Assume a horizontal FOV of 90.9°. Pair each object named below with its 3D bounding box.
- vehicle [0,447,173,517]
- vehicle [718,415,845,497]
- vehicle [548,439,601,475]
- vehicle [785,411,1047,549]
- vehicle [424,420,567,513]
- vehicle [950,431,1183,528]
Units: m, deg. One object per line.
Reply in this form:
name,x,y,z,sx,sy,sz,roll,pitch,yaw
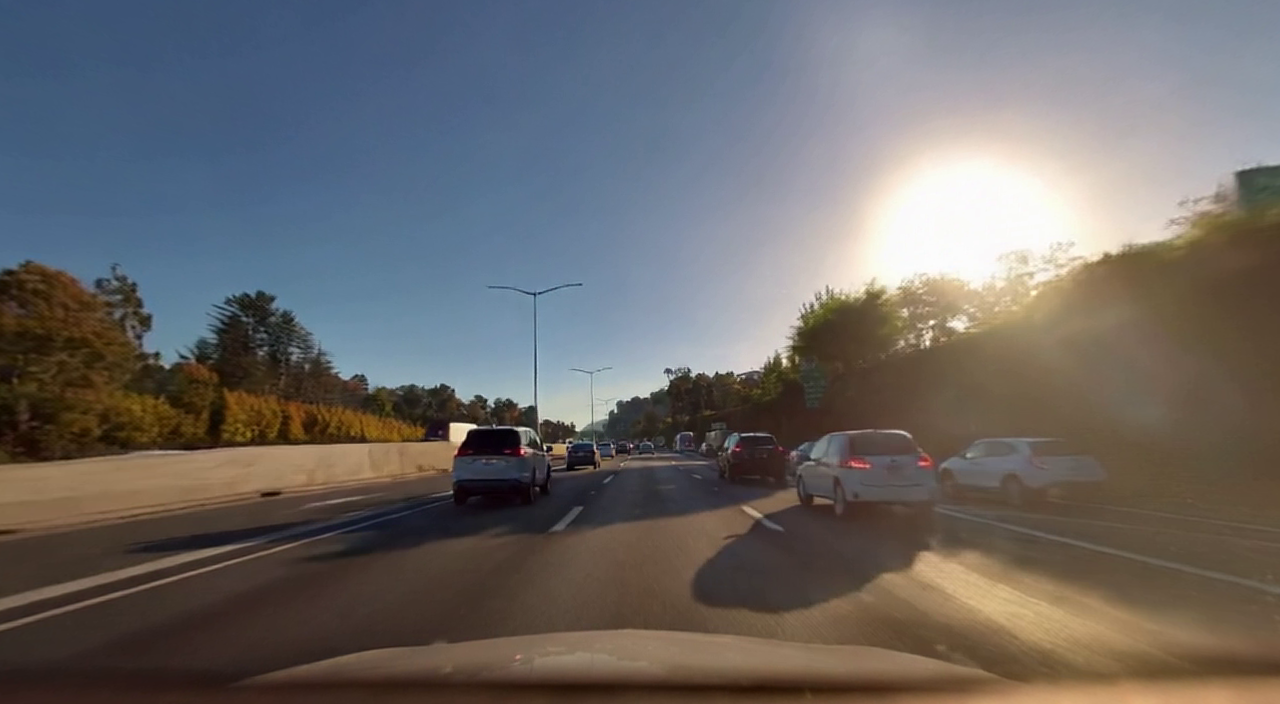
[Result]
vehicle,-15.973,3.545,17.824,1.947,1.648,4.637,-1,-8,1
vehicle,3.906,3.024,18.713,2.395,2.017,5.709,0,-8,0
vehicle,-3.155,5.146,31.316,1.974,1.589,5.047,-1,-8,1
vehicle,3.976,1.931,10.274,2.023,1.670,4.869,0,-8,0
vehicle,-3.064,2.566,14.595,2.139,1.764,4.707,-1,-8,1
vehicle,7.405,2.207,11.465,1.682,1.455,3.630,-1,-8,0
